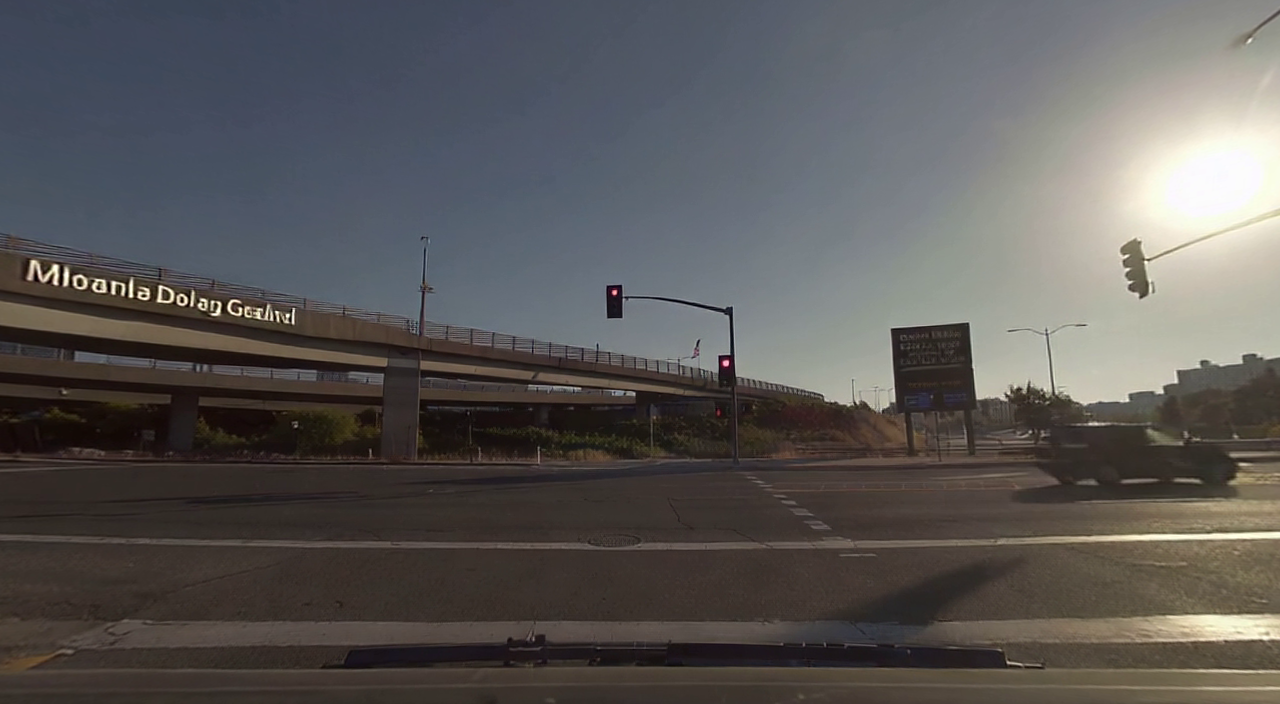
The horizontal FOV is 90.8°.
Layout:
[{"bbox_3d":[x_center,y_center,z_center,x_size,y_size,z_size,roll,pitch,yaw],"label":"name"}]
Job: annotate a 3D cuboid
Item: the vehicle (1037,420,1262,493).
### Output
[{"bbox_3d":[12.245,2.510,15.367,3.897,1.637,1.832,0,-9,-3],"label":"vehicle"}]
